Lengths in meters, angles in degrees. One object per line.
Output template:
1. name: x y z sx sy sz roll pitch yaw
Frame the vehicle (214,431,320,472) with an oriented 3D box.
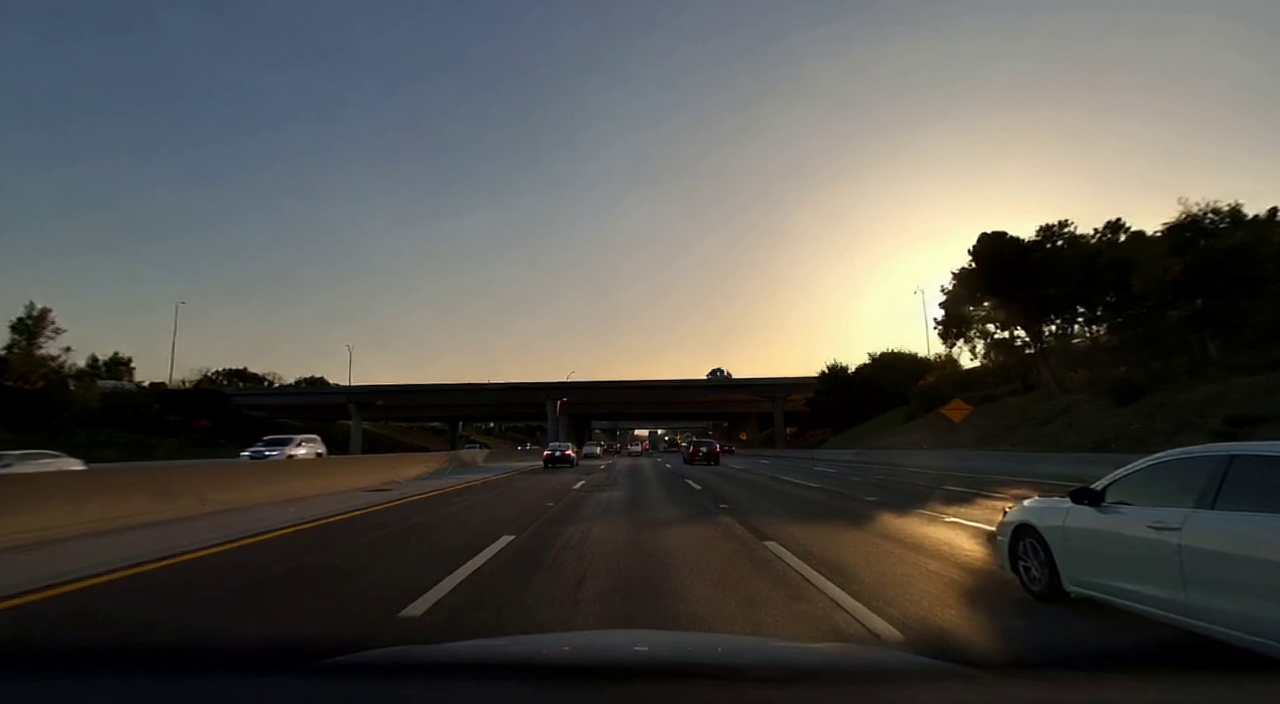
1. vehicle: -16.150 4.344 27.652 2.067 1.626 4.437 0 -8 -2

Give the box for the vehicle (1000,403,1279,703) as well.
1. vehicle: 3.490 0.898 2.155 1.989 1.472 4.322 0 -8 1

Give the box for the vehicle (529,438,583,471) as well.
1. vehicle: -4.056 5.042 31.171 1.997 1.476 4.703 0 -8 1

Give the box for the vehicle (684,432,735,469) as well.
1. vehicle: 3.557 5.133 32.952 2.072 1.761 4.242 0 -8 -1
